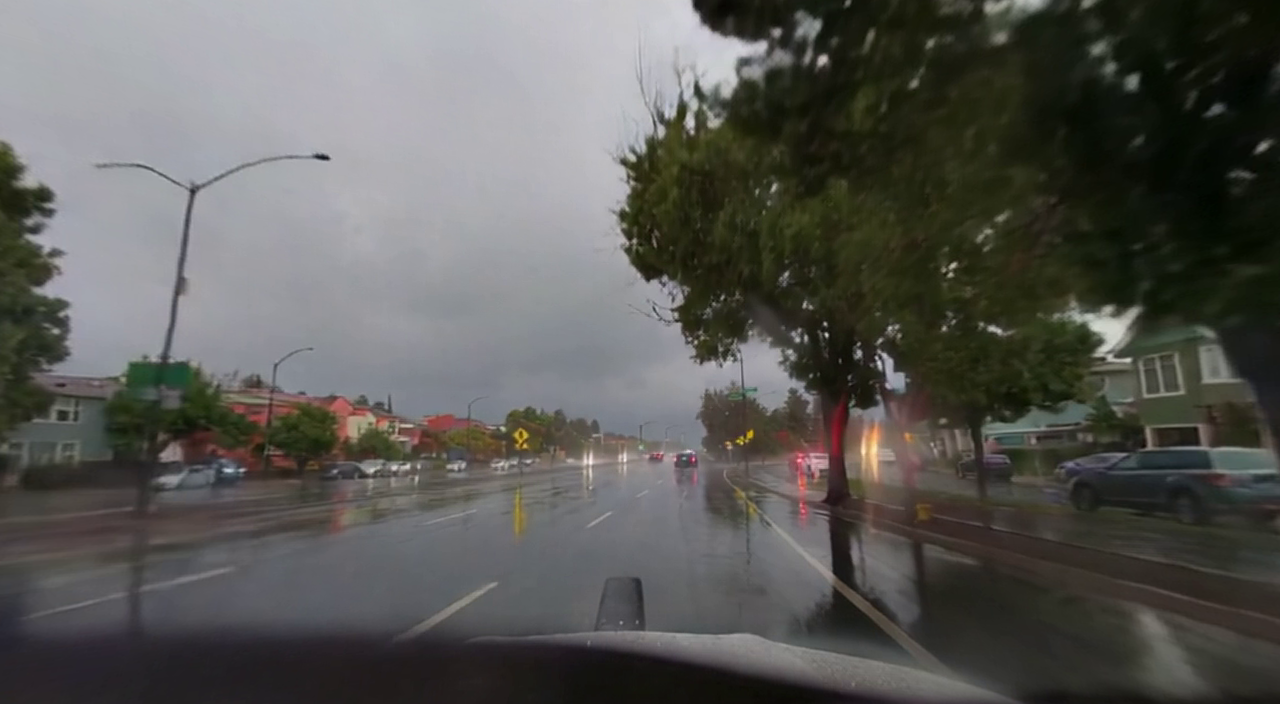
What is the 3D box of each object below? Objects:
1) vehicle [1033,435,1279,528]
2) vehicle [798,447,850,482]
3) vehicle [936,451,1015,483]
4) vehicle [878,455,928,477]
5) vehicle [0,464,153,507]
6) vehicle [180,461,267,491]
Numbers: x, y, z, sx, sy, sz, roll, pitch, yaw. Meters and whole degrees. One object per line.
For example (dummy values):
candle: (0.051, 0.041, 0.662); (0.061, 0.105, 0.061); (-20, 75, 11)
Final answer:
vehicle: (10.453, 2.669, 12.776); (1.988, 1.487, 4.479); (-1, -13, -1)
vehicle: (11.476, 7.148, 39.787); (1.923, 1.741, 4.683); (-4, -14, 2)
vehicle: (17.573, 6.051, 33.362); (1.940, 1.556, 4.542); (-1, -9, 4)
vehicle: (18.879, 8.183, 45.582); (1.969, 1.465, 4.930); (-1, -9, 6)
vehicle: (-22.143, 5.181, 24.889); (1.880, 1.455, 4.599); (-1, -9, 7)
vehicle: (-26.496, 7.879, 40.425); (2.032, 1.799, 4.636); (-1, -9, 6)
